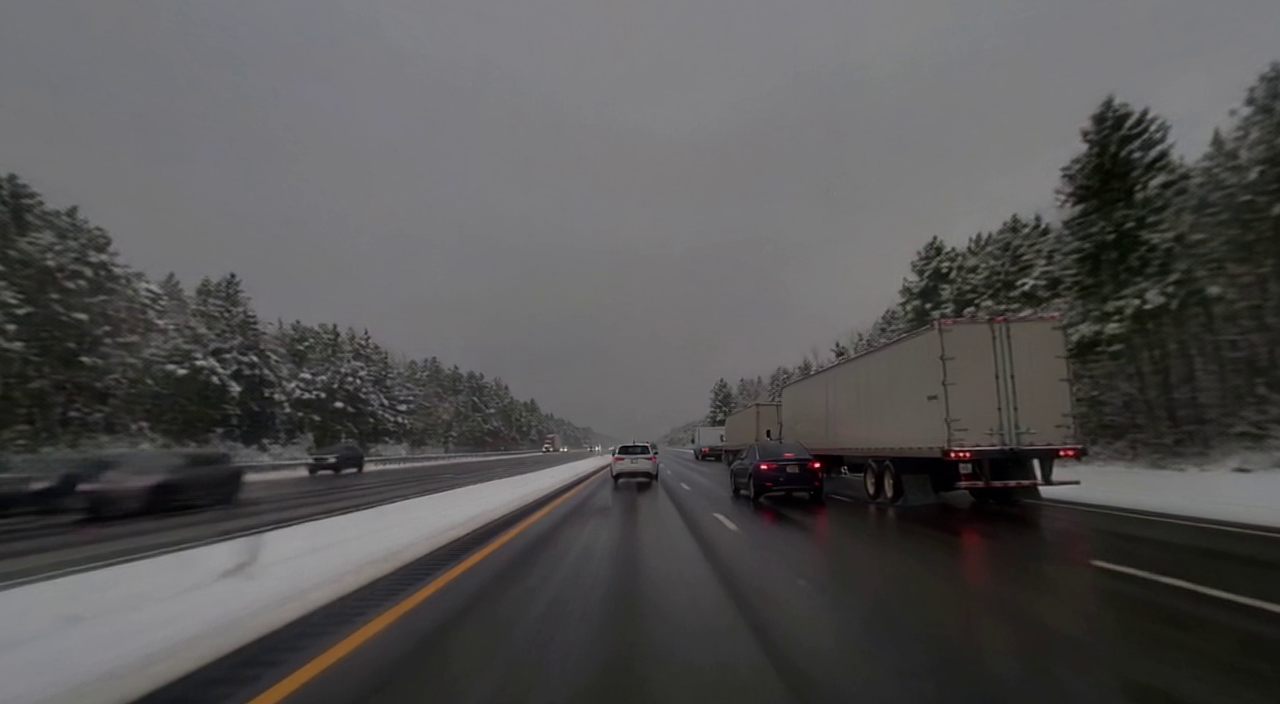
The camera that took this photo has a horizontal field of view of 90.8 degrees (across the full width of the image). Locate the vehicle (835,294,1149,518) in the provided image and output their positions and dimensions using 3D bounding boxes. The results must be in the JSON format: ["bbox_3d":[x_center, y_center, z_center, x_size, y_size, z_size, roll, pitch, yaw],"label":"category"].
[{"bbox_3d":[7.624,1.572,15.686,2.823,4.063,8.485,0,-9,0],"label":"vehicle"}]

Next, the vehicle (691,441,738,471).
[{"bbox_3d":[4.192,5.941,36.161,2.150,1.632,4.260,0,-9,-1],"label":"vehicle"}]

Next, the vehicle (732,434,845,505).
[{"bbox_3d":[3.672,2.967,16.328,1.920,1.594,3.867,0,-9,-1],"label":"vehicle"}]

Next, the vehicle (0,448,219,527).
[{"bbox_3d":[-12.070,2.941,14.289,2.189,1.486,4.091,0,-9,1],"label":"vehicle"}]

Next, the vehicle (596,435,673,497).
[{"bbox_3d":[-0.128,3.280,18.449,2.023,1.618,3.628,0,-9,1],"label":"vehicle"}]

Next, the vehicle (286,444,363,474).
[{"bbox_3d":[-19.192,6.529,38.705,2.139,1.674,4.733,-1,-9,2],"label":"vehicle"}]
